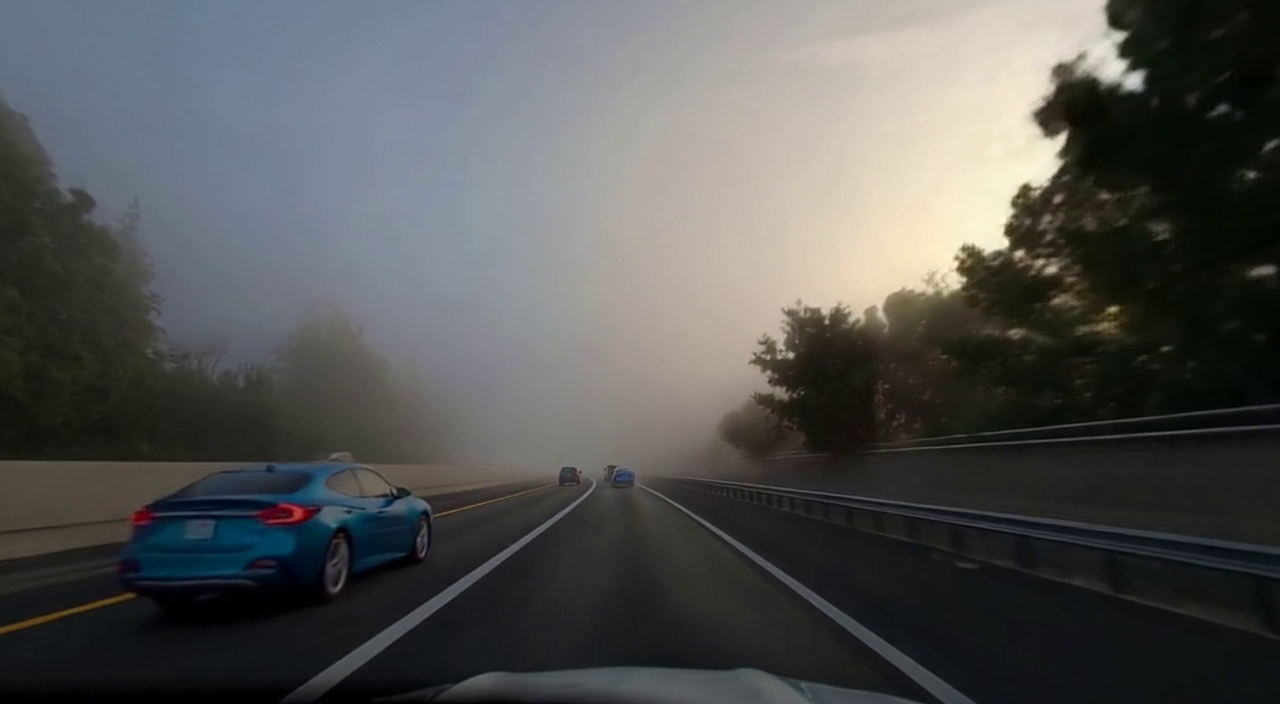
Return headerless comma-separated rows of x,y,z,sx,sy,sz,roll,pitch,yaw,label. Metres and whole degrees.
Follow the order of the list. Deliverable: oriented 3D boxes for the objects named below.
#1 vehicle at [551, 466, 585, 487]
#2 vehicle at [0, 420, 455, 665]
-5.620,9.784,49.637,2.310,1.521,4.731,1,-11,-3,vehicle
-3.883,1.707,6.684,2.328,1.559,5.041,1,-11,-1,vehicle
